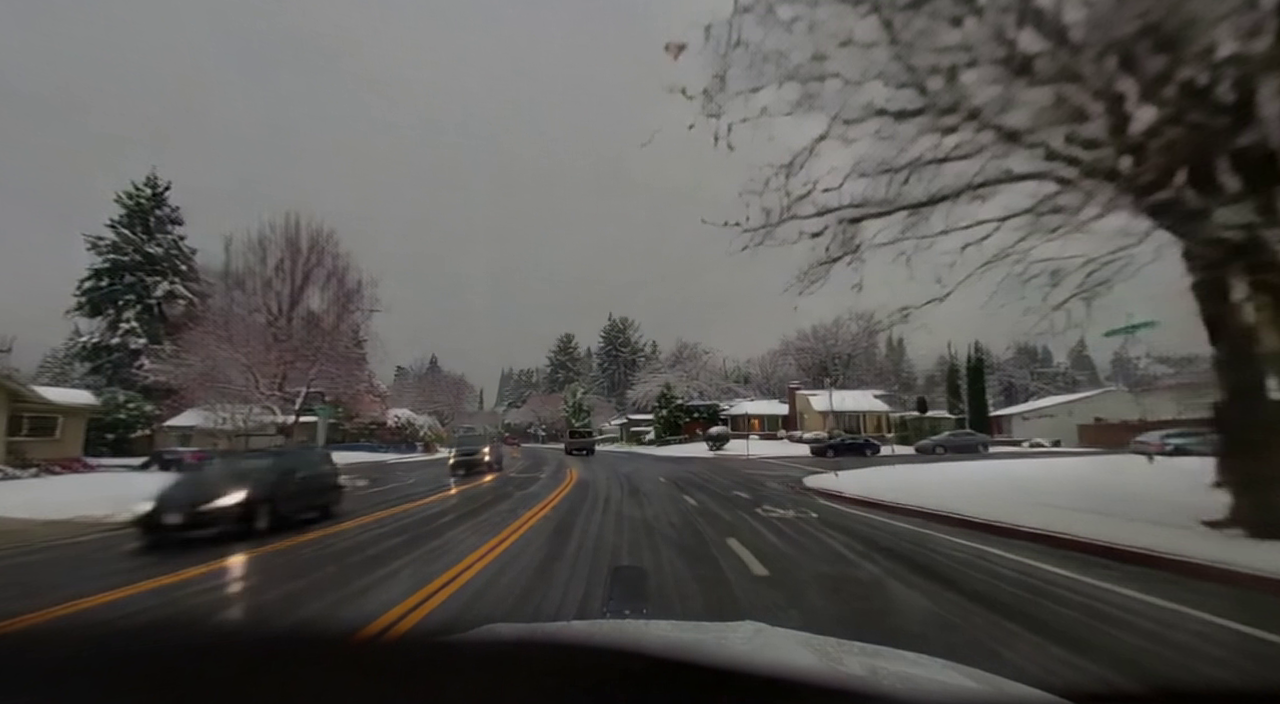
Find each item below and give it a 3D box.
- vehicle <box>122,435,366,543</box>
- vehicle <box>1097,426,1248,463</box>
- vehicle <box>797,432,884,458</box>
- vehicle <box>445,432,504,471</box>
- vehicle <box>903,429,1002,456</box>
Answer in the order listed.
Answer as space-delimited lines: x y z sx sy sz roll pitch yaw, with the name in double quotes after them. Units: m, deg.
-7.135 2.446 12.064 1.910 1.538 4.478 -4 -8 -2 "vehicle"
23.250 4.072 27.722 4.607 1.481 1.884 -2 -8 12 "vehicle"
12.157 5.667 38.417 4.737 1.447 1.766 -2 -8 7 "vehicle"
-7.954 4.806 30.629 2.069 1.740 4.446 0 -8 -6 "vehicle"
18.412 5.355 37.319 4.795 1.468 1.945 -2 -8 11 "vehicle"
